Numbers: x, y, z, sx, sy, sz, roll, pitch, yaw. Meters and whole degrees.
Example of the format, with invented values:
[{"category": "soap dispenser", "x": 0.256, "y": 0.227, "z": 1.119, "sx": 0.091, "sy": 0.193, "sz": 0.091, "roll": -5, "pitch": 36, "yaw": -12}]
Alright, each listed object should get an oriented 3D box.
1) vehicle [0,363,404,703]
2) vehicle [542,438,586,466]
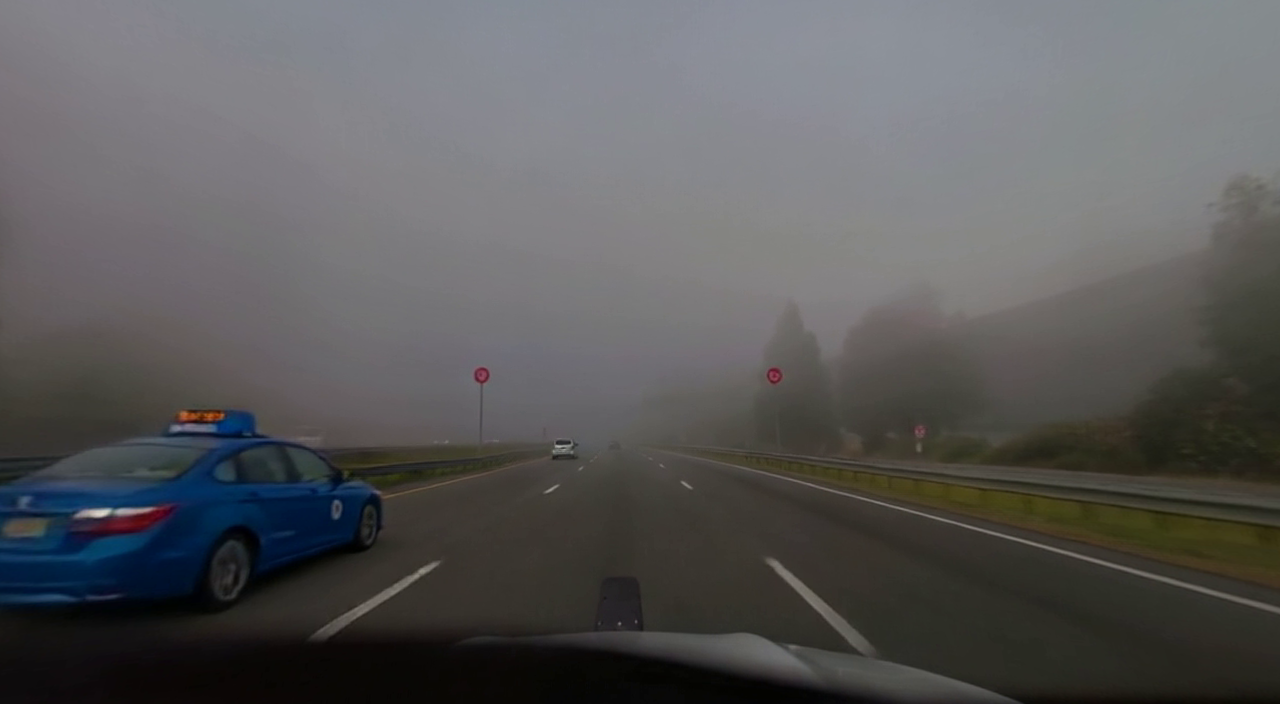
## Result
[{"category": "vehicle", "x": -3.677, "y": 1.141, "z": 4.677, "sx": 2.047, "sy": 1.612, "sz": 4.631, "roll": 0, "pitch": -8, "yaw": 0}, {"category": "vehicle", "x": -3.879, "y": 5.192, "z": 32.905, "sx": 1.874, "sy": 1.369, "sz": 3.875, "roll": 0, "pitch": -8, "yaw": -1}]
